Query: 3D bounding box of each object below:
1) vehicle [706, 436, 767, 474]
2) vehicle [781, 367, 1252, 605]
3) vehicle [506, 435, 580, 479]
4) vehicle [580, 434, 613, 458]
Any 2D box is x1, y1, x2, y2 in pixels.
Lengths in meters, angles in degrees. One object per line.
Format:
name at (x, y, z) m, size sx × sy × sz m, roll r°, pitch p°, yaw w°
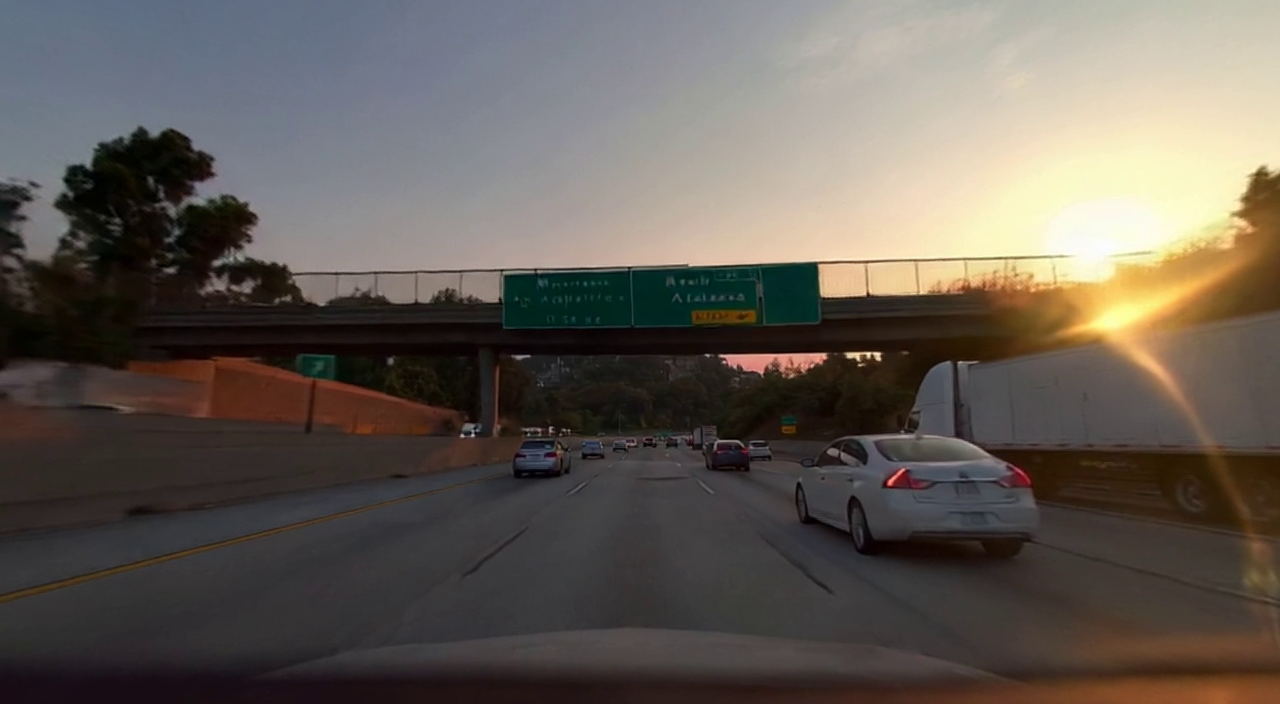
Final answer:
vehicle at (4.070, 4.410, 27.172) m, size 1.953 × 1.480 × 4.053 m, roll 0°, pitch -8°, yaw -1°
vehicle at (3.689, 1.489, 7.980) m, size 2.517 × 1.935 × 5.552 m, roll 0°, pitch -8°, yaw 0°
vehicle at (-3.489, 3.861, 23.530) m, size 1.978 × 1.473 × 4.073 m, roll 0°, pitch -8°, yaw 2°
vehicle at (-3.141, 6.888, 46.338) m, size 2.020 × 1.628 × 4.248 m, roll 0°, pitch -8°, yaw 2°
